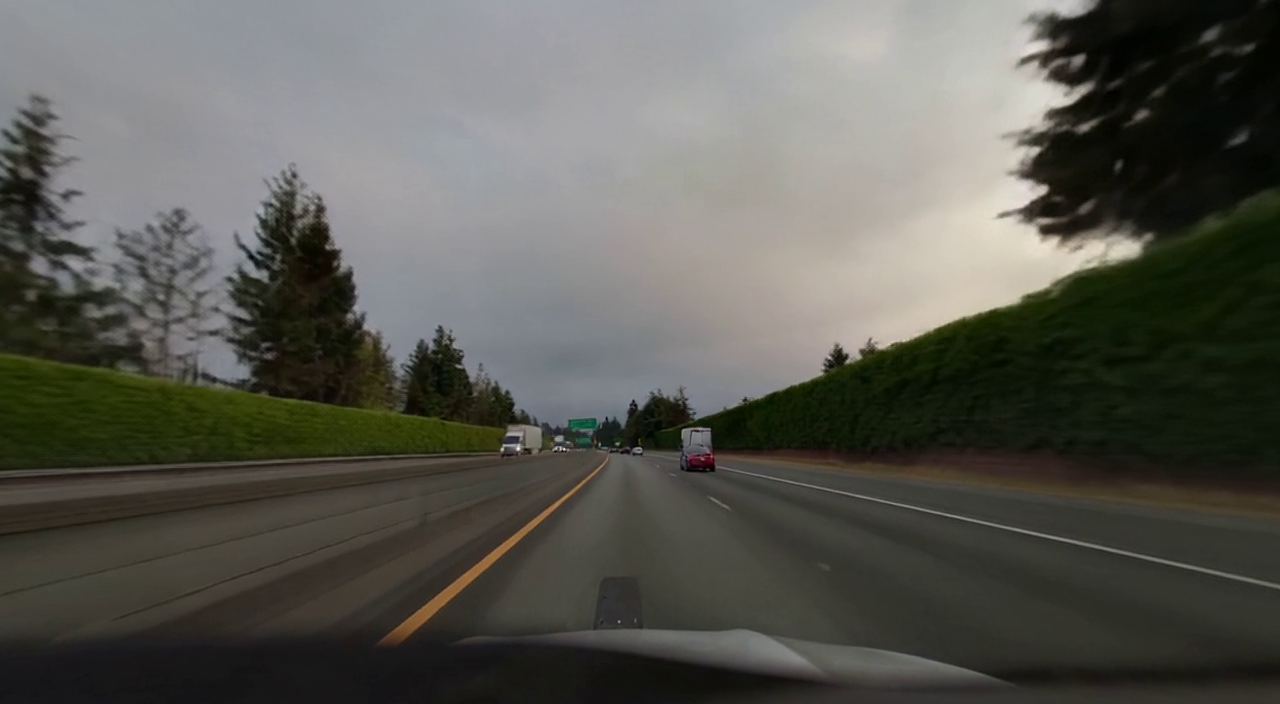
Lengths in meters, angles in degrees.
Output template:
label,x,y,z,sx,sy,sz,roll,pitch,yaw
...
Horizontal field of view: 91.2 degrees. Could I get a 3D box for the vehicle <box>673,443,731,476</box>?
label,x,y,z,sx,sy,sz,roll,pitch,yaw
vehicle,3.039,5.358,31.529,2.244,1.498,4.338,0,-9,-3
